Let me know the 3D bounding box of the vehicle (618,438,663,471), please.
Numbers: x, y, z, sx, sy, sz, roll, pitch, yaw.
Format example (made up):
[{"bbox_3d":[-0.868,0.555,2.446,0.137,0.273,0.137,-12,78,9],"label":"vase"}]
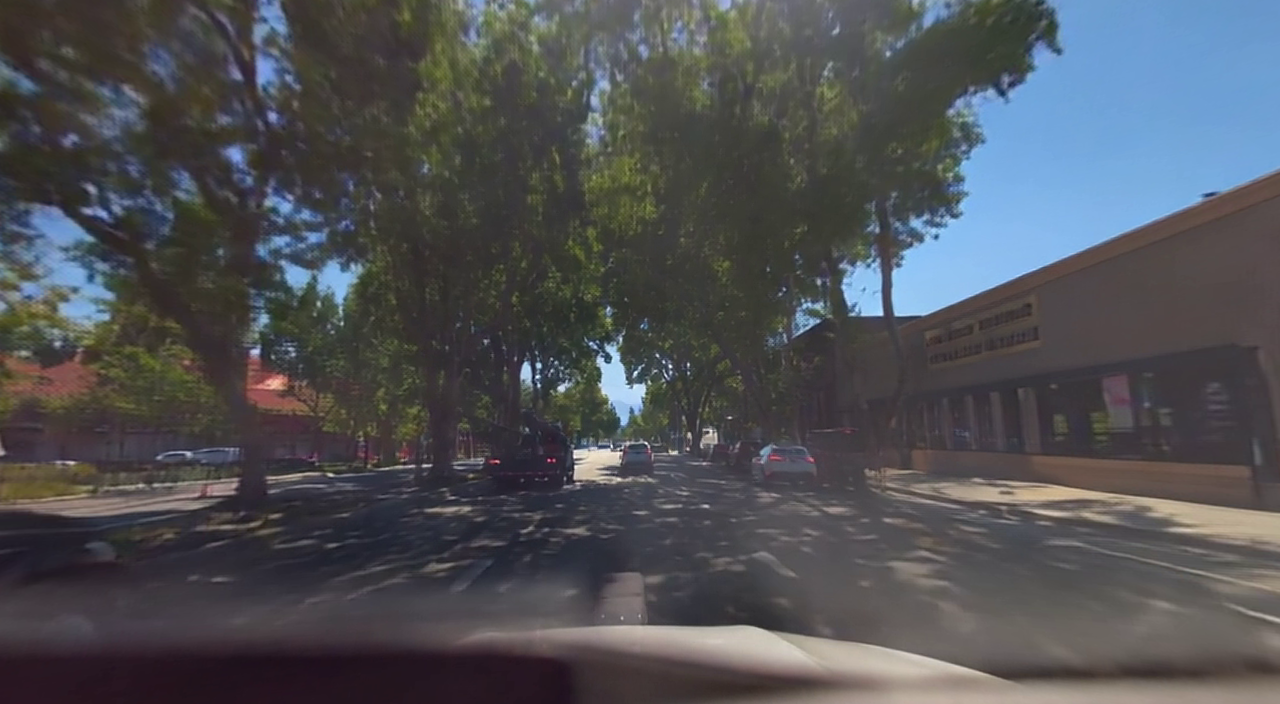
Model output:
[{"bbox_3d":[-0.045,5.876,36.446,2.413,1.748,4.406,0,-8,-2],"label":"vehicle"}]

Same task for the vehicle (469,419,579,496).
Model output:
[{"bbox_3d":[-3.409,3.260,19.921,2.424,2.063,5.678,0,-8,-1],"label":"vehicle"}]

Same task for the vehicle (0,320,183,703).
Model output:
[{"bbox_3d":[-3.708,0.580,1.207,2.327,1.775,4.430,0,-8,0],"label":"vehicle"}]

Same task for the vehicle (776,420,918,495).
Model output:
[{"bbox_3d":[6.608,3.471,21.159,2.921,2.166,5.422,0,-8,0],"label":"vehicle"}]

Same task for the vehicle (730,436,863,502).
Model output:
[{"bbox_3d":[4.199,3.214,17.862,2.082,1.601,4.451,1,-8,-8],"label":"vehicle"}]
